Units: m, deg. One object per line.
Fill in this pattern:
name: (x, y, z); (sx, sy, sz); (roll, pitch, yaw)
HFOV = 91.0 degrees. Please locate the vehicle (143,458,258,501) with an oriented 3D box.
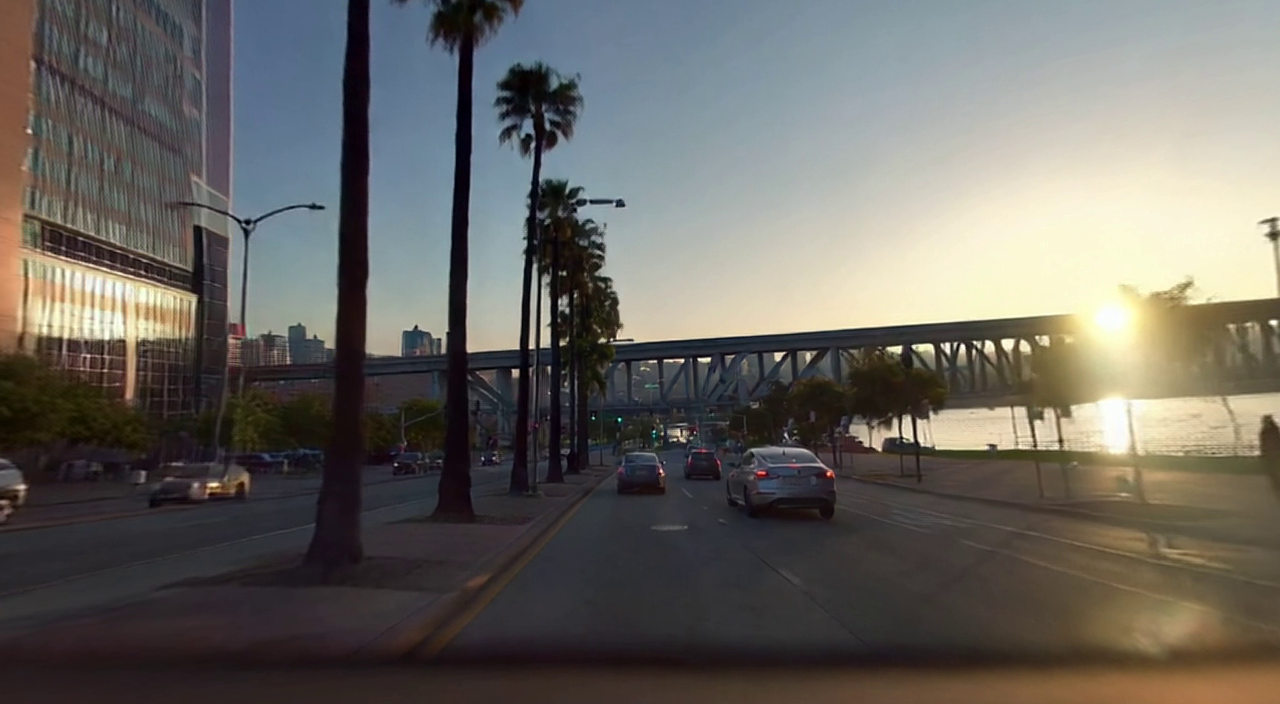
vehicle: (-18.203, 5.265, 26.313); (1.887, 1.569, 4.014); (0, -9, 0)

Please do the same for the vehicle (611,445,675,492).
vehicle: (0.167, 4.056, 22.254); (2.077, 1.518, 3.760); (0, -9, 2)

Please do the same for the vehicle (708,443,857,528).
vehicle: (2.813, 2.766, 13.788); (2.051, 1.509, 4.933); (0, -9, -1)

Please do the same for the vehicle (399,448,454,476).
vehicle: (-15.404, 7.940, 45.711); (2.048, 1.830, 5.136); (-1, -8, 3)
